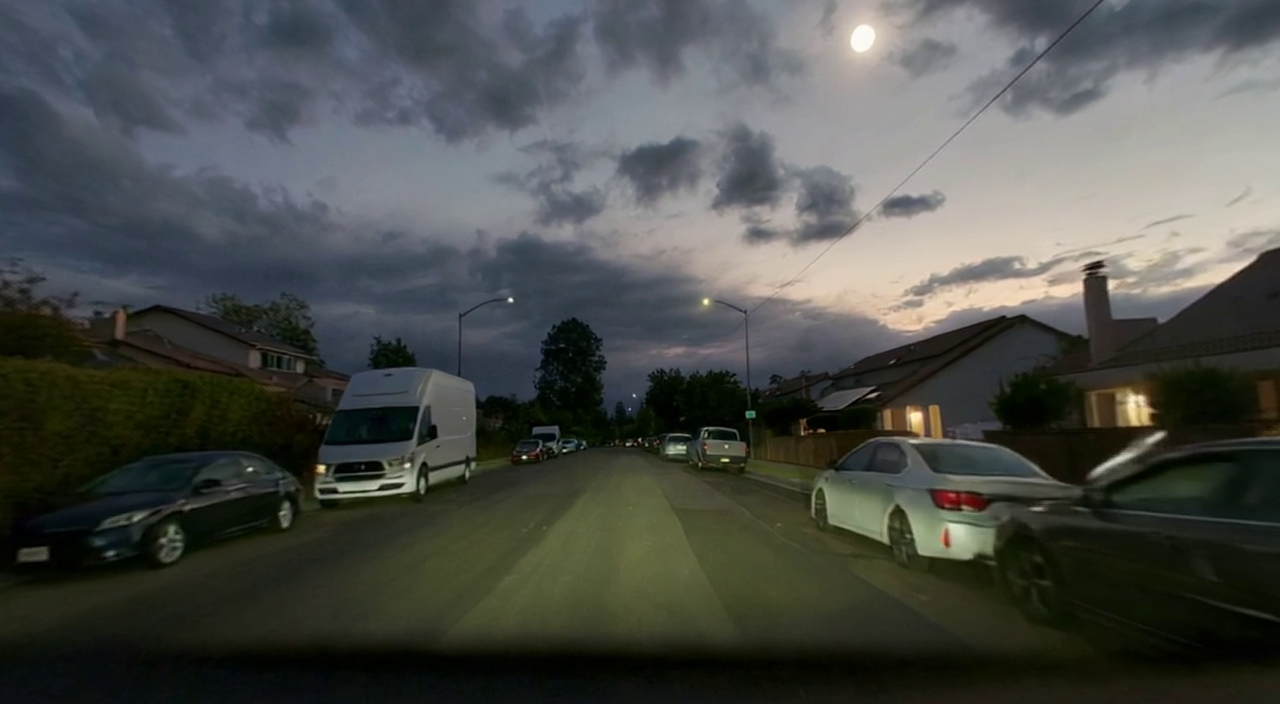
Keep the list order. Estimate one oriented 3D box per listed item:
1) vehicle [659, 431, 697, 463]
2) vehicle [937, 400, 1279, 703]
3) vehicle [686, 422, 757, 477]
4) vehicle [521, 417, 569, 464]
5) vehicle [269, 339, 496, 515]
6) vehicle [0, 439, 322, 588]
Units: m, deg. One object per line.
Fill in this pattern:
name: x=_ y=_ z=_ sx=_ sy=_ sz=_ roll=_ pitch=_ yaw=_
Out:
vehicle: x=2.245 y=5.765 z=38.613 sx=1.918 sy=1.815 sz=4.400 roll=0 pitch=-8 yaw=-2
vehicle: x=3.555 y=1.020 z=3.208 sx=1.867 sy=1.470 sz=4.312 roll=0 pitch=-8 yaw=-2
vehicle: x=2.930 y=3.627 z=23.784 sx=1.965 sy=1.855 sz=4.677 roll=0 pitch=-8 yaw=-1
vehicle: x=-6.045 y=5.683 z=40.517 sx=2.408 sy=2.782 sz=3.837 roll=-2 pitch=-8 yaw=0
vehicle: x=-6.248 y=2.059 z=17.146 sx=2.896 sy=3.648 sz=8.004 roll=0 pitch=-8 yaw=-1
vehicle: x=-6.263 y=1.927 z=8.508 sx=1.921 sy=1.470 sz=4.068 roll=0 pitch=-7 yaw=-2
